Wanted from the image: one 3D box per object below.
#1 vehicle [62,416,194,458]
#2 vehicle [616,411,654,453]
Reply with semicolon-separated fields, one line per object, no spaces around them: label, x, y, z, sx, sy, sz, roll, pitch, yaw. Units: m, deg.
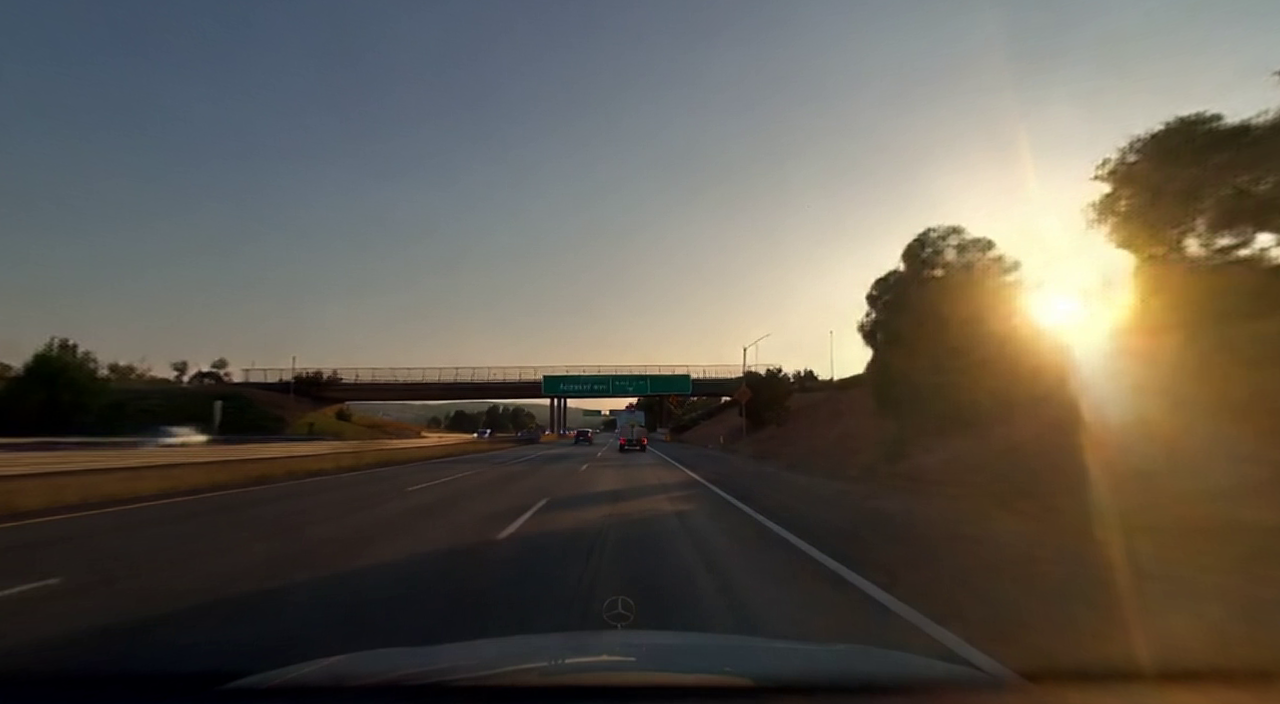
vehicle;-19.674;3.313;24.412;1.824;1.479;3.952;0;-8;-1
vehicle;-0.433;5.580;43.704;2.418;2.704;6.445;0;-8;-3
